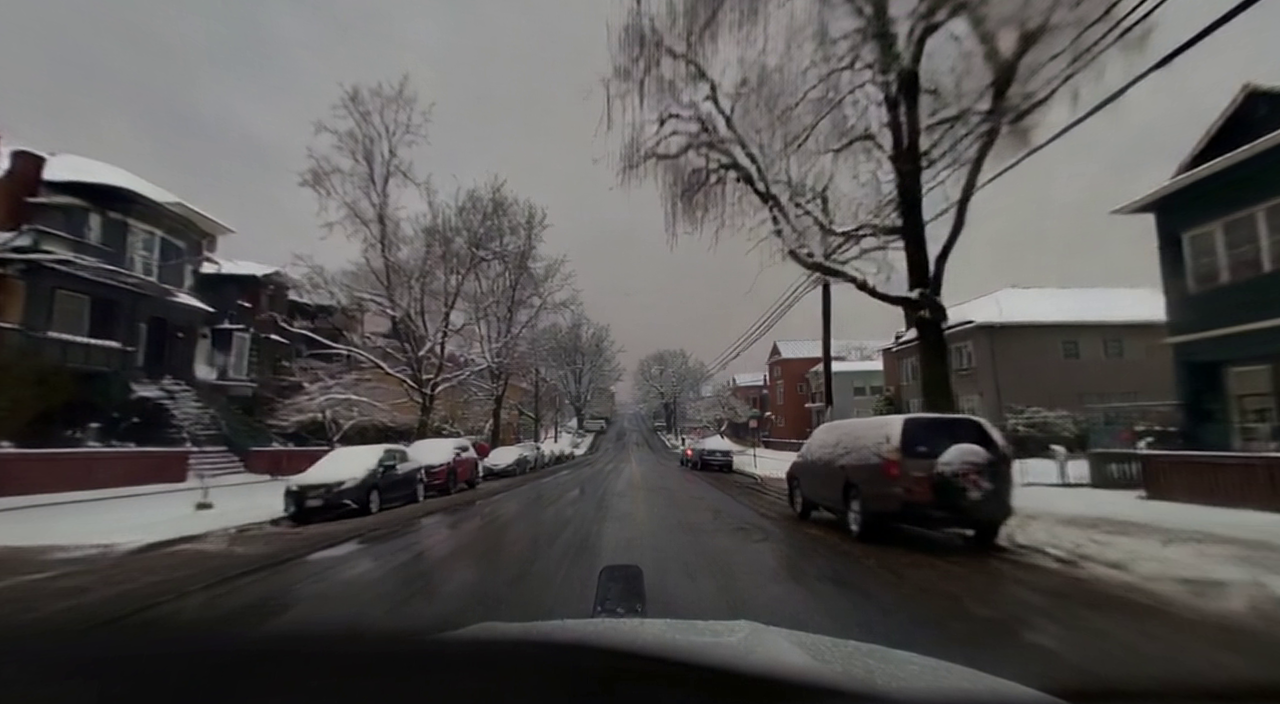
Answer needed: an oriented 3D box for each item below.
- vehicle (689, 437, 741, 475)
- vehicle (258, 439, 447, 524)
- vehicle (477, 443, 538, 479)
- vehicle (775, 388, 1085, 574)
[{"bbox_3d":[3.638,5.154,31.526,1.952,1.738,4.518,0,-9,-2],"label":"vehicle"},{"bbox_3d":[-5.796,2.638,13.493,1.998,1.485,4.476,0,-9,-1],"label":"vehicle"},{"bbox_3d":[-5.875,4.875,28.477,2.003,1.489,4.051,0,-9,-3],"label":"vehicle"},{"bbox_3d":[3.629,1.740,9.216,2.158,1.977,4.750,0,-9,-1],"label":"vehicle"}]
